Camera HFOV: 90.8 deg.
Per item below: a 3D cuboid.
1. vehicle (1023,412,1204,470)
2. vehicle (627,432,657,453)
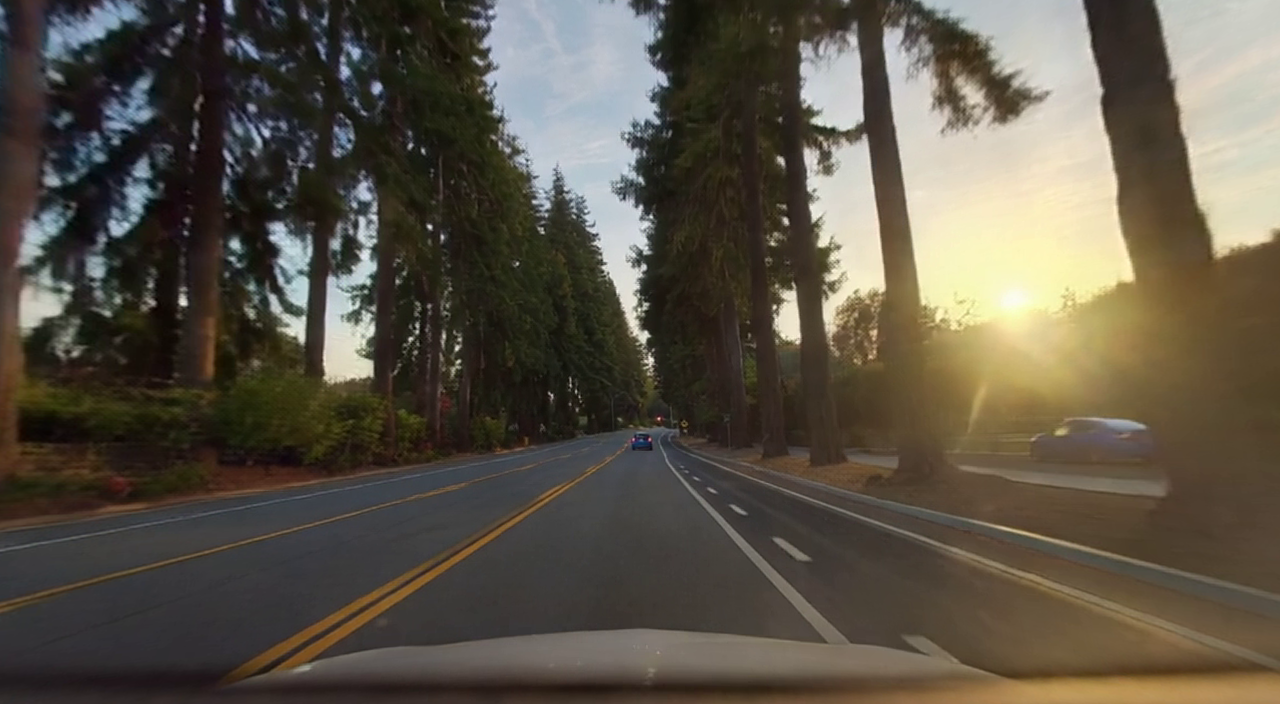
[{"bbox_3d":[13.517,2.596,18.473,1.762,1.479,4.546,0,-8,0],"label":"vehicle"},{"bbox_3d":[0.182,6.680,46.593,2.067,1.486,3.861,0,-9,2],"label":"vehicle"}]
